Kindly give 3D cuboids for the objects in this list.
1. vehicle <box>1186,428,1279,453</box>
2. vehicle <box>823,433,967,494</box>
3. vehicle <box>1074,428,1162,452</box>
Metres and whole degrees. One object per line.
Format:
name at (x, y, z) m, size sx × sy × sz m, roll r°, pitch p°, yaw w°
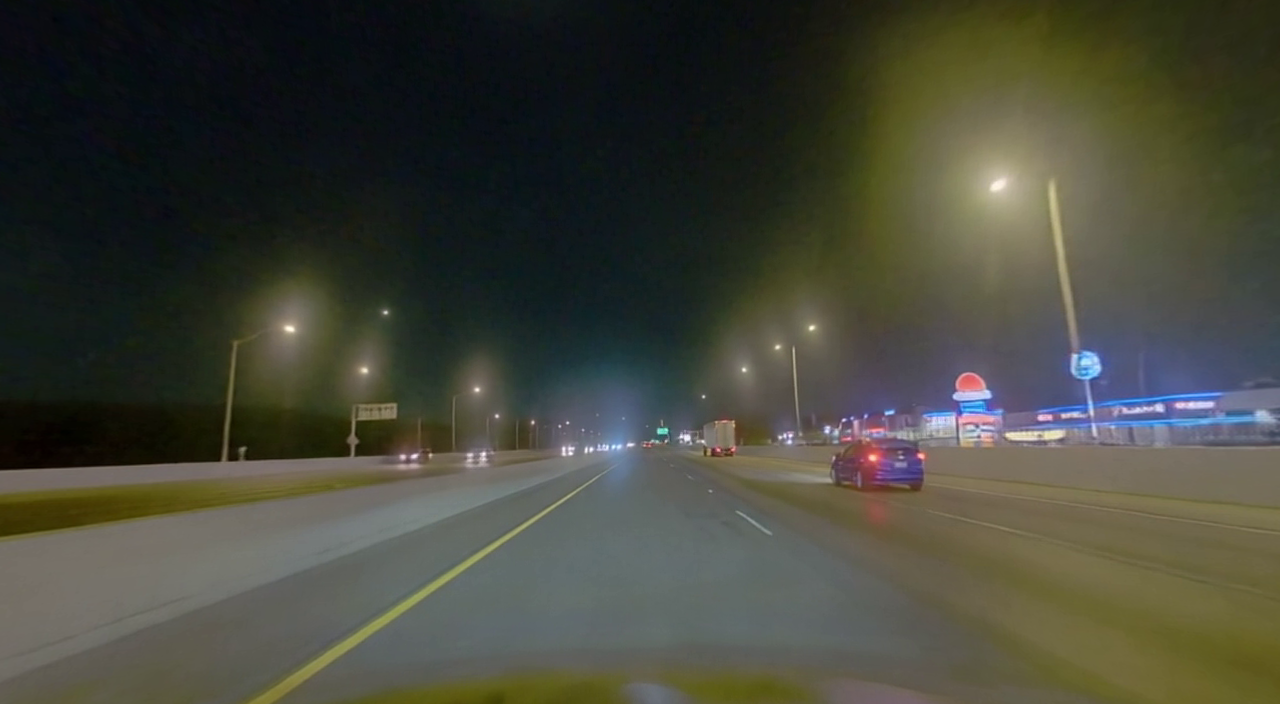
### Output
vehicle at (36.385, 5.411, 38.325) m, size 4.289 × 1.420 × 1.873 m, roll 0°, pitch -8°, yaw 0°
vehicle at (7.226, 3.215, 18.521) m, size 2.079 × 1.518 × 5.032 m, roll 0°, pitch -8°, yaw -1°
vehicle at (36.480, 6.723, 47.968) m, size 5.072 × 1.505 × 1.870 m, roll -3°, pitch -7°, yaw 1°
